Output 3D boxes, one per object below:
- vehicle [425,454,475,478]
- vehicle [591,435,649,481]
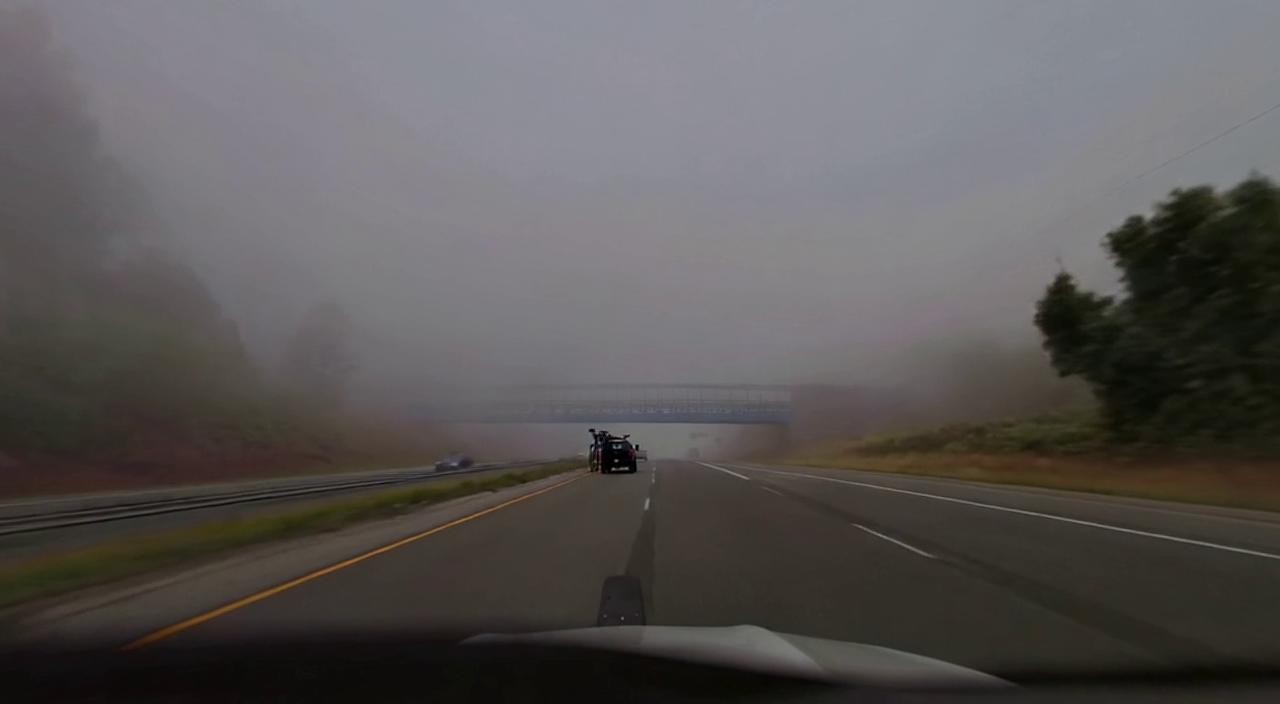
[{"bbox_3d":[-12.965,7.787,43.301,1.892,1.494,4.499,-1,-9,2],"label":"vehicle"},{"bbox_3d":[-0.826,4.941,29.641,2.369,1.948,5.343,-1,-9,2],"label":"vehicle"}]
